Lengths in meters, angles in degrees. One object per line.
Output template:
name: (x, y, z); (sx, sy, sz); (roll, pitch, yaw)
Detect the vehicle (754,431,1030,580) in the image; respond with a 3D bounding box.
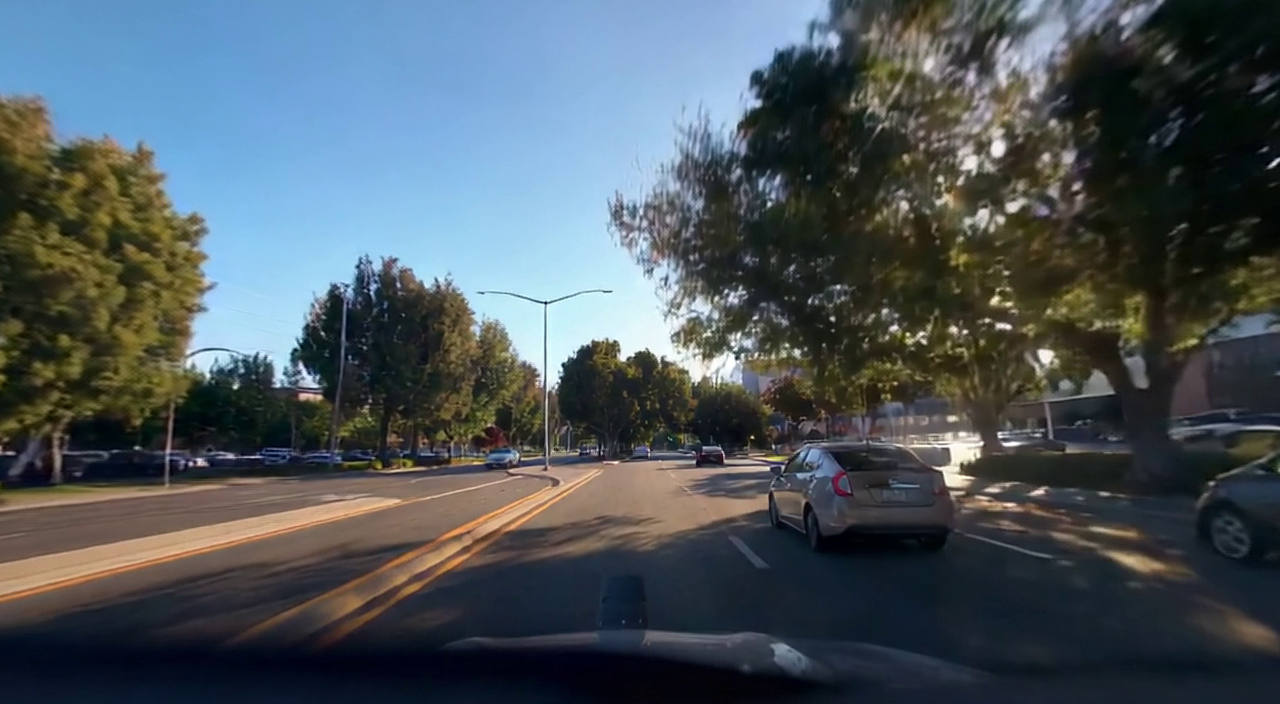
vehicle: (2.974, 1.897, 8.655); (1.935, 1.501, 4.384); (0, -8, -1)

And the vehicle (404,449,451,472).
vehicle: (-15.770, 8.058, 46.807); (1.951, 1.628, 4.325); (0, -9, 1)

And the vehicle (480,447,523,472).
vehicle: (-8.862, 6.908, 40.432); (1.853, 1.504, 3.791); (0, -9, 1)

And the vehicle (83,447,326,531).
vehicle: (-8.882, 2.776, 13.434); (1.919, 1.474, 4.444); (0, -9, 1)
